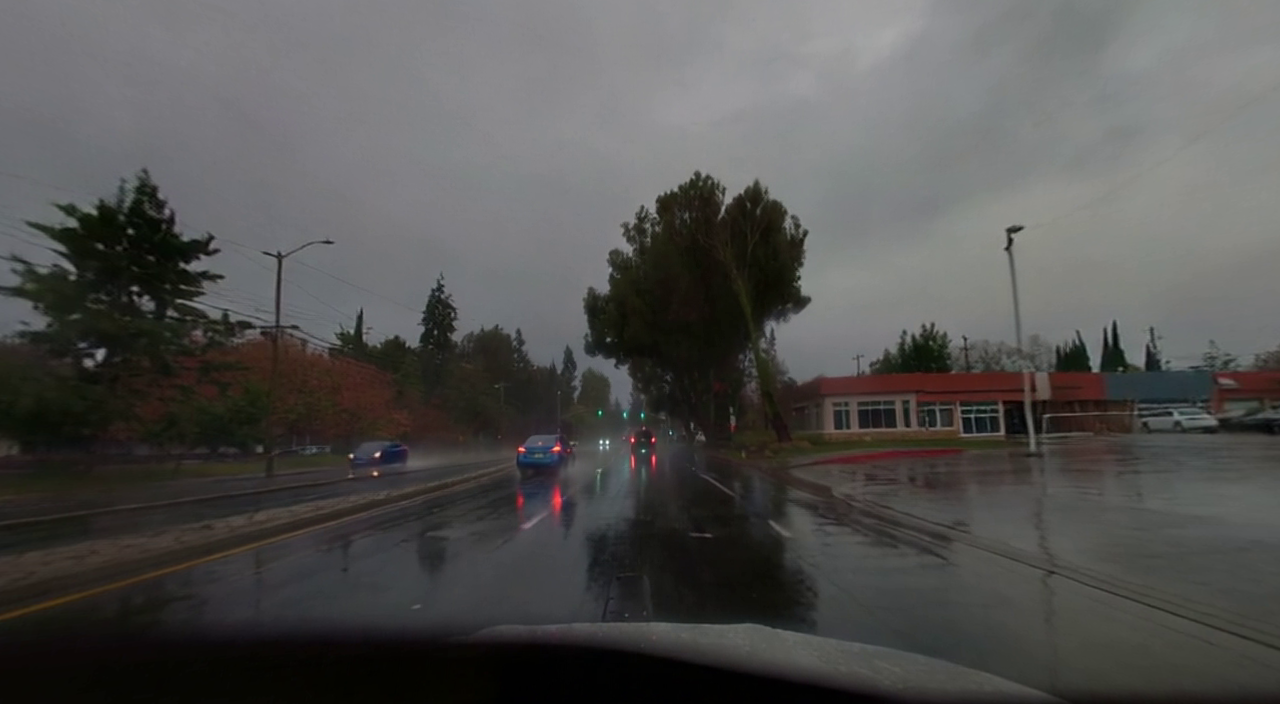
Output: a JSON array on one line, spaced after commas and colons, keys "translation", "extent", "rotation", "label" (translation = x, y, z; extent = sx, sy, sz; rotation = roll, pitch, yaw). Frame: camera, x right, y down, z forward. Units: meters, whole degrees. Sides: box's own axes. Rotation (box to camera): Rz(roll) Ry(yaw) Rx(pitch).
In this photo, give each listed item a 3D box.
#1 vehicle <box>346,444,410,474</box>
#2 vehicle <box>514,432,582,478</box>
[{"translation": [-15.719, 6.412, 38.089], "extent": [1.884, 1.714, 4.450], "rotation": [0, -8, 0], "label": "vehicle"}, {"translation": [-3.484, 4.004, 24.817], "extent": [1.914, 1.630, 4.351], "rotation": [0, -8, 2], "label": "vehicle"}]
